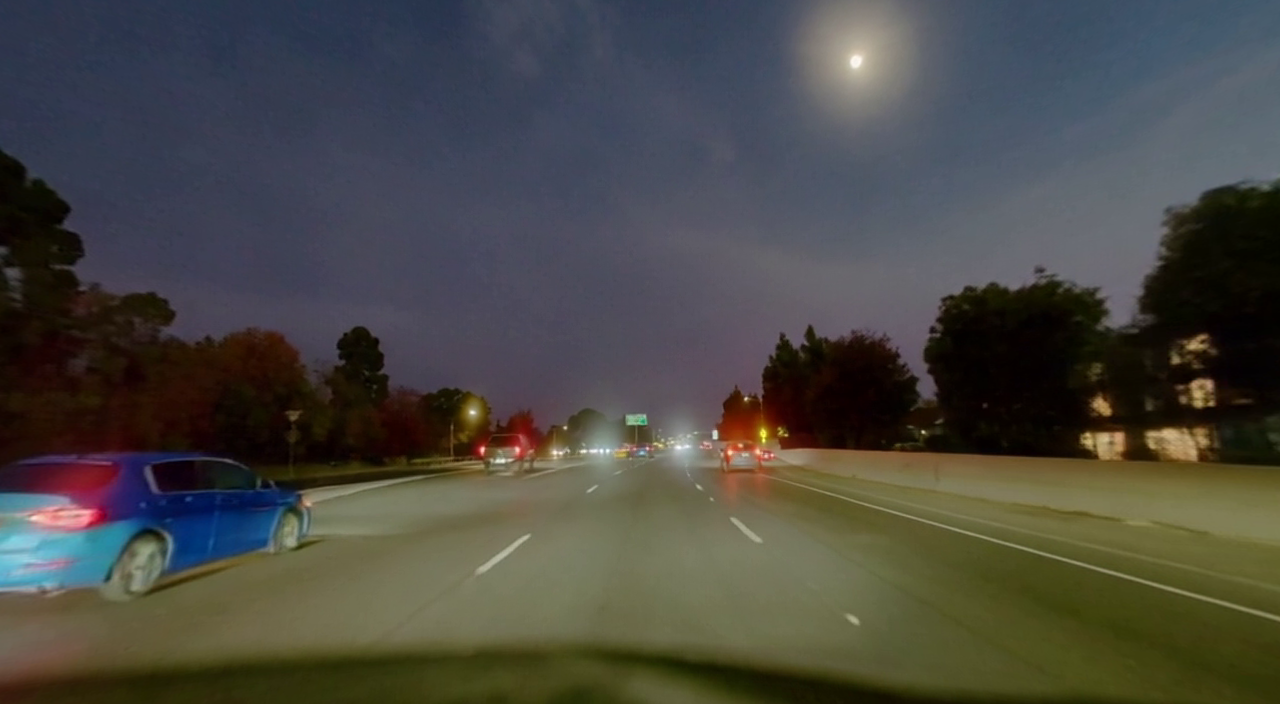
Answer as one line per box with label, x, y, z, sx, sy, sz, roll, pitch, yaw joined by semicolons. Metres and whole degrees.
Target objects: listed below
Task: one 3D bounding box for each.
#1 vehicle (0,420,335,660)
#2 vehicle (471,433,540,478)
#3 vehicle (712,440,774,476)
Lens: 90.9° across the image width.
vehicle;-5.002;1.494;6.167;1.948;1.475;4.461;0;-8;-2
vehicle;-5.877;4.586;28.149;2.122;1.847;4.696;0;-8;-2
vehicle;4.492;4.696;28.242;2.100;1.472;4.533;0;-8;1
